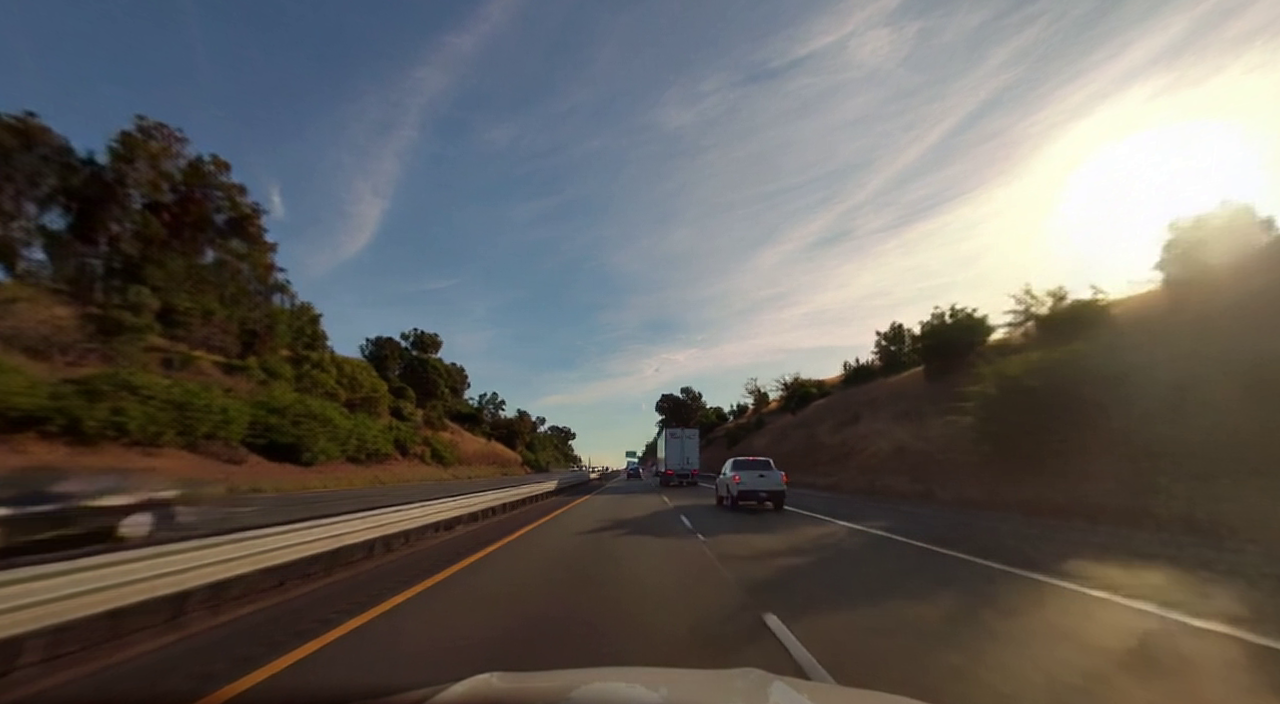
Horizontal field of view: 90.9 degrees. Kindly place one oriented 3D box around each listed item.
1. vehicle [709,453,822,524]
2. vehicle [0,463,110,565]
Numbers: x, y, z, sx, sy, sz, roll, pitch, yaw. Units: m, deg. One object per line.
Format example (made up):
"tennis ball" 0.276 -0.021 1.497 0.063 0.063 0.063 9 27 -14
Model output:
"vehicle" 3.297 3.752 17.678 2.124 1.662 4.641 1 -10 -1
"vehicle" -10.316 2.306 8.944 2.015 1.457 3.979 1 -10 0
